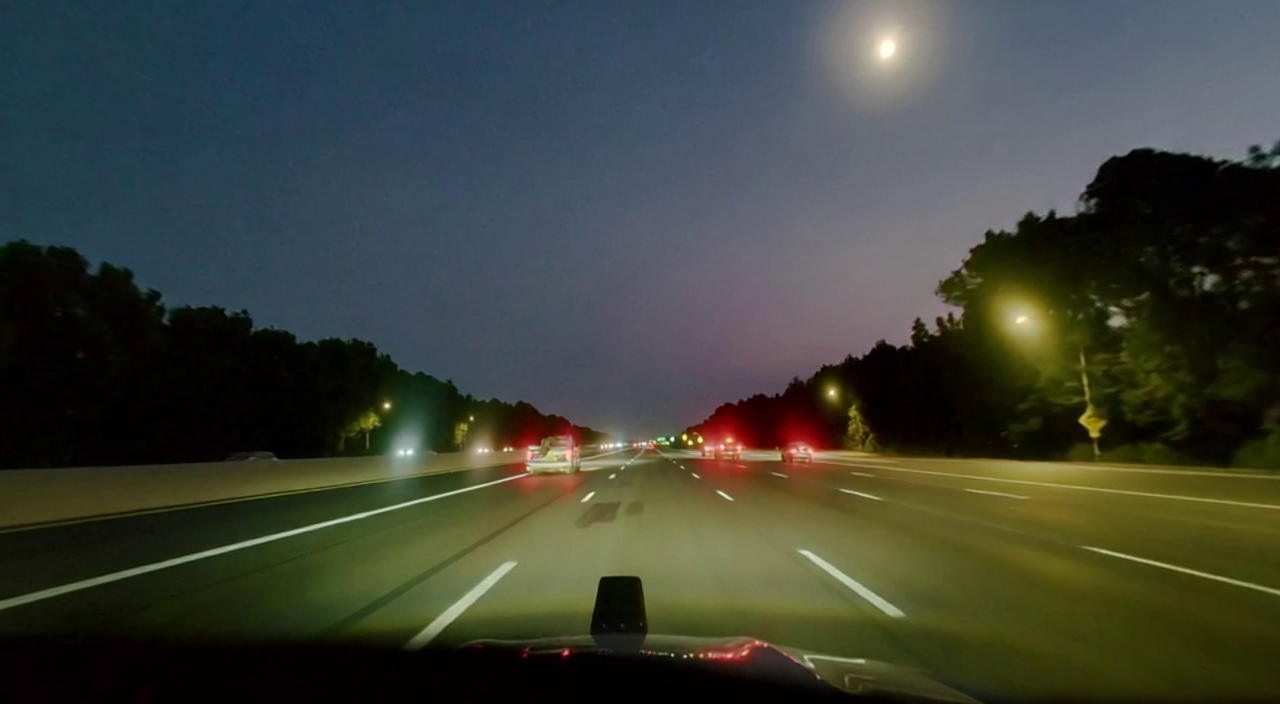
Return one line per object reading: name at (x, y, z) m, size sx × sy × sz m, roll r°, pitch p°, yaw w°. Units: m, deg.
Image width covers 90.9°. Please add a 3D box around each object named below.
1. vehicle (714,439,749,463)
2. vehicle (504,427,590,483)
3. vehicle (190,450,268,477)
vehicle at (6.813, 7.438, 47.477) m, size 2.063 × 1.706 × 4.259 m, roll 0°, pitch -8°, yaw 1°
vehicle at (-3.513, 4.034, 24.992) m, size 2.453 × 1.952 × 5.320 m, roll 0°, pitch -8°, yaw 2°
vehicle at (-28.634, 7.758, 44.151) m, size 2.000 × 1.741 × 5.092 m, roll 0°, pitch -8°, yaw 1°
